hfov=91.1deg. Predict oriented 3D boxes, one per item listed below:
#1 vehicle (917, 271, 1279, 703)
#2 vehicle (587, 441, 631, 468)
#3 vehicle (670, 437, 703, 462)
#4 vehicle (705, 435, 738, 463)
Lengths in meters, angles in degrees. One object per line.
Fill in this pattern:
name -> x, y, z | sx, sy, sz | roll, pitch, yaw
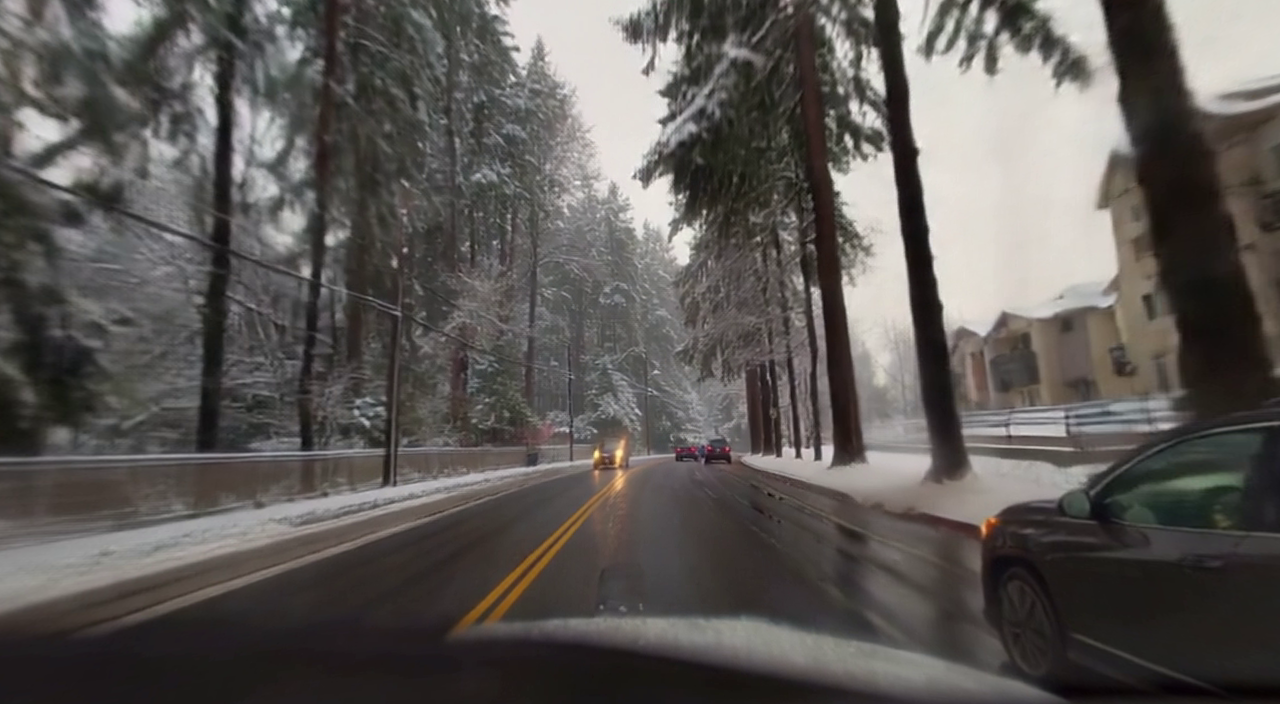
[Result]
vehicle -> 3.241, 0.690, 2.178 | 2.219, 1.881, 5.104 | 0, -8, 0
vehicle -> -1.808, 6.153, 37.843 | 1.958, 1.538, 4.081 | -1, -8, 6
vehicle -> 3.756, 7.688, 49.790 | 2.158, 1.852, 4.485 | -2, -9, 10
vehicle -> 5.490, 6.573, 42.518 | 2.069, 1.791, 4.422 | -1, -8, 6
